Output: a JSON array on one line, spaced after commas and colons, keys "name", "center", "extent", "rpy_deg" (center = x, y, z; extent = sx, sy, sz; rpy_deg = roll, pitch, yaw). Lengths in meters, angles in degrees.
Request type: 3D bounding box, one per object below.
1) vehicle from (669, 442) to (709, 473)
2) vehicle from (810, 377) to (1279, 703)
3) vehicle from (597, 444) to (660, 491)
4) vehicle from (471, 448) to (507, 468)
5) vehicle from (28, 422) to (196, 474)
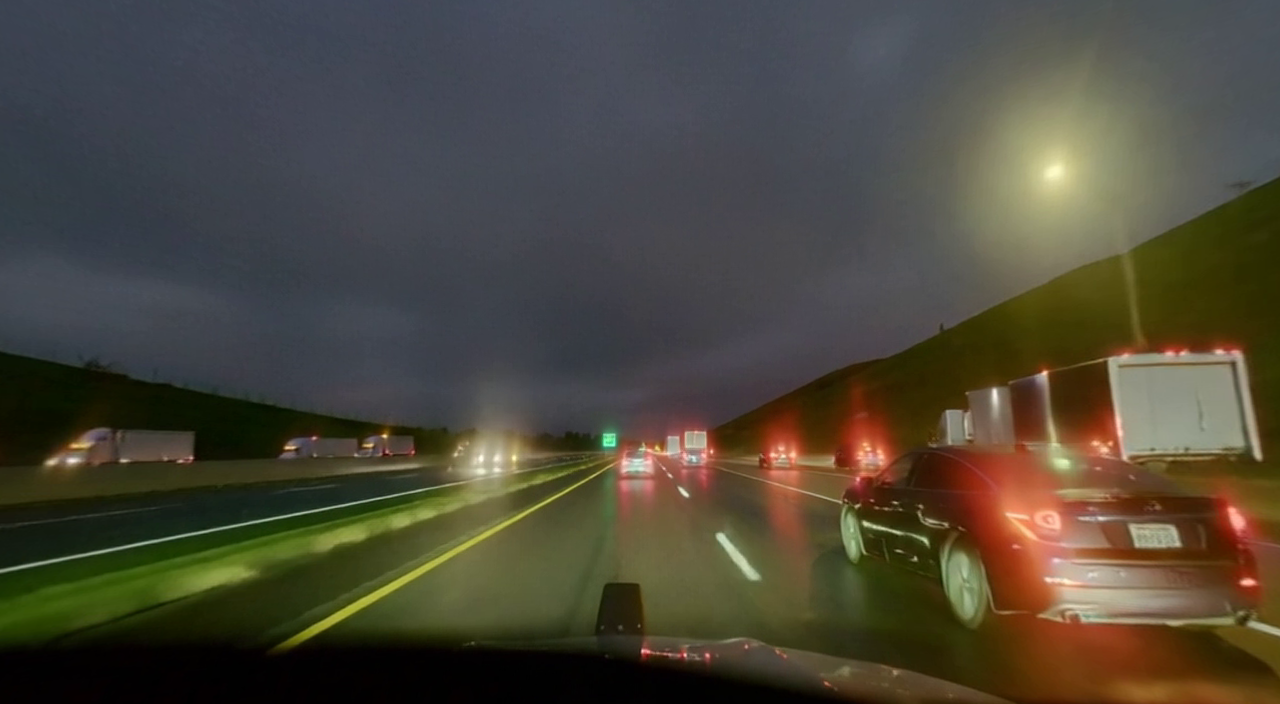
[{"name": "vehicle", "center": [2.882, 6.304, 37.776], "extent": [2.048, 1.704, 4.284], "rpy_deg": [0, -9, 0]}, {"name": "vehicle", "center": [2.903, 1.210, 4.499], "extent": [1.997, 1.534, 4.664], "rpy_deg": [0, -9, -1]}, {"name": "vehicle", "center": [-0.376, 3.943, 21.791], "extent": [1.970, 1.441, 3.846], "rpy_deg": [0, -9, -1]}, {"name": "vehicle", "center": [-11.718, 8.270, 49.218], "extent": [1.808, 1.491, 4.167], "rpy_deg": [0, -9, 0]}, {"name": "vehicle", "center": [-36.223, 6.743, 44.059], "extent": [2.726, 3.138, 10.258], "rpy_deg": [0, -9, 1]}]
